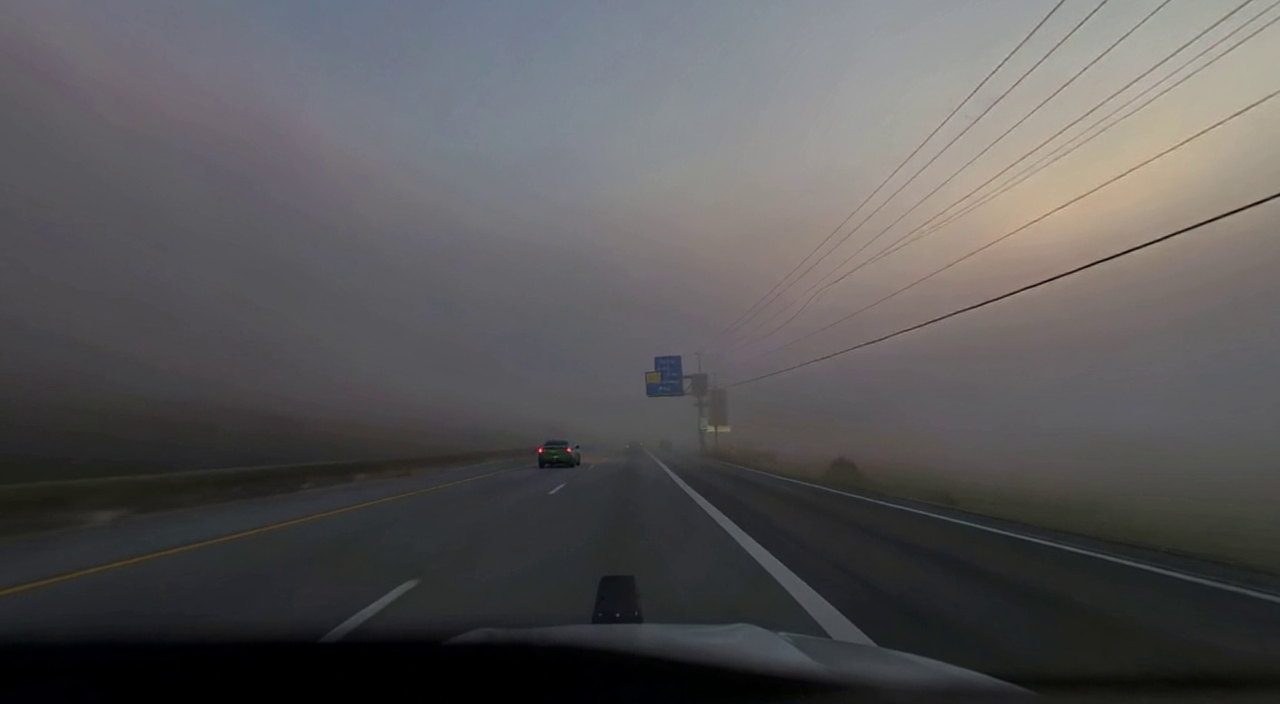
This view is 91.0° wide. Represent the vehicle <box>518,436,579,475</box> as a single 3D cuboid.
[{"bbox_3d":[-4.019,4.610,28.381,2.016,1.543,4.870,0,-8,0],"label":"vehicle"}]
